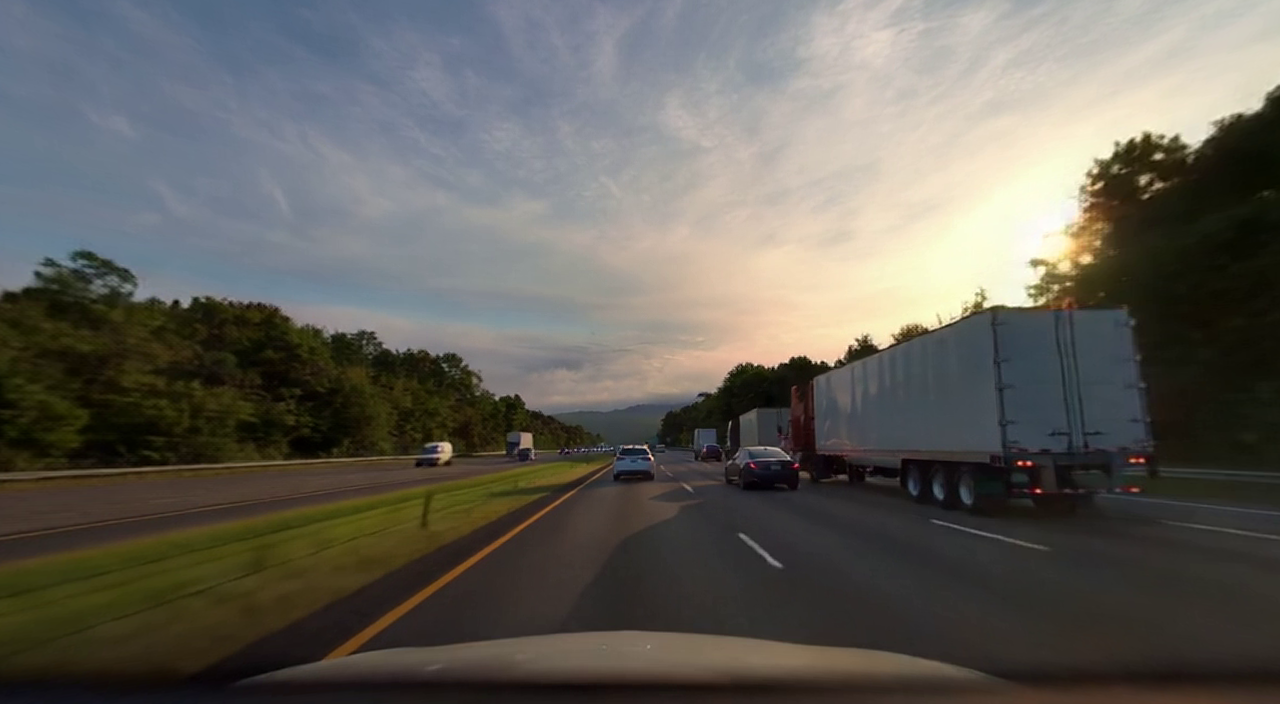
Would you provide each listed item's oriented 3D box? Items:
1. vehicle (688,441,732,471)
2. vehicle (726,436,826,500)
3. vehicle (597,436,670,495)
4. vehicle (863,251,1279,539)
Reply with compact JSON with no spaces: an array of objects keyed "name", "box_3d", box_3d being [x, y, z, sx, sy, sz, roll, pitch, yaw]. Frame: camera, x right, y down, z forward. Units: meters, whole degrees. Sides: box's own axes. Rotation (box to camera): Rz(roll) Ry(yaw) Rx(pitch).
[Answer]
[{"name":"vehicle","box_3d":[4.162,6.281,38.217,2.150,1.632,4.260,0,-9,0]},{"name":"vehicle","box_3d":[3.698,3.220,17.870,1.920,1.594,3.867,0,-9,-1]},{"name":"vehicle","box_3d":[-0.169,3.460,19.441,2.023,1.618,3.628,0,-9,0]},{"name":"vehicle","box_3d":[7.610,1.191,13.113,2.823,4.063,8.485,0,-9,0]}]
